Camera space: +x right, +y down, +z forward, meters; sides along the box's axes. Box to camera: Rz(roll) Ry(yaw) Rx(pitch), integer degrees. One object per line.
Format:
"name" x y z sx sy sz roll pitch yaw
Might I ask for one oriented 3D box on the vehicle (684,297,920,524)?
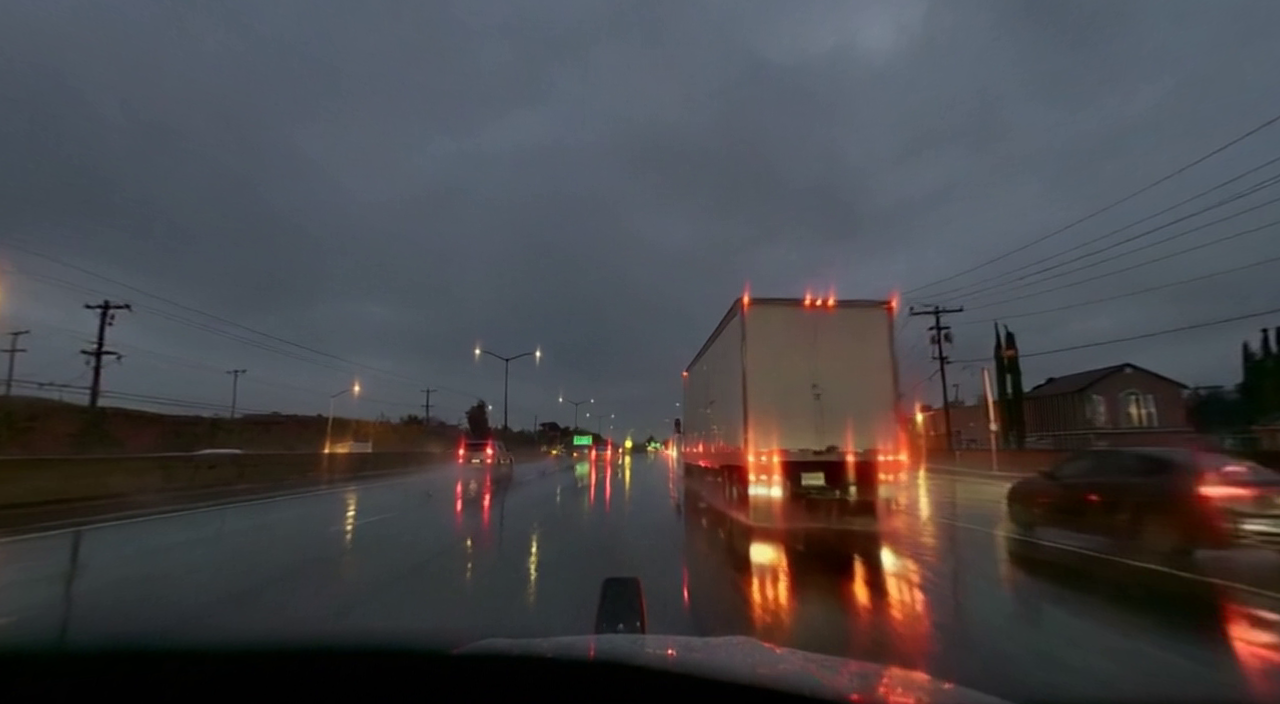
"vehicle" 3.175 1.844 16.767 3.045 3.923 11.834 0 -9 0

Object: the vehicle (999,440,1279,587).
"vehicle" 7.396 2.015 8.840 1.953 1.488 4.631 0 -9 0

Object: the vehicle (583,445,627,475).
"vehicle" -1.809 5.789 33.991 2.060 1.508 4.308 0 -9 1

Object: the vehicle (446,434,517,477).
"vehicle" -7.345 4.855 29.700 2.147 1.825 4.602 0 -9 0
